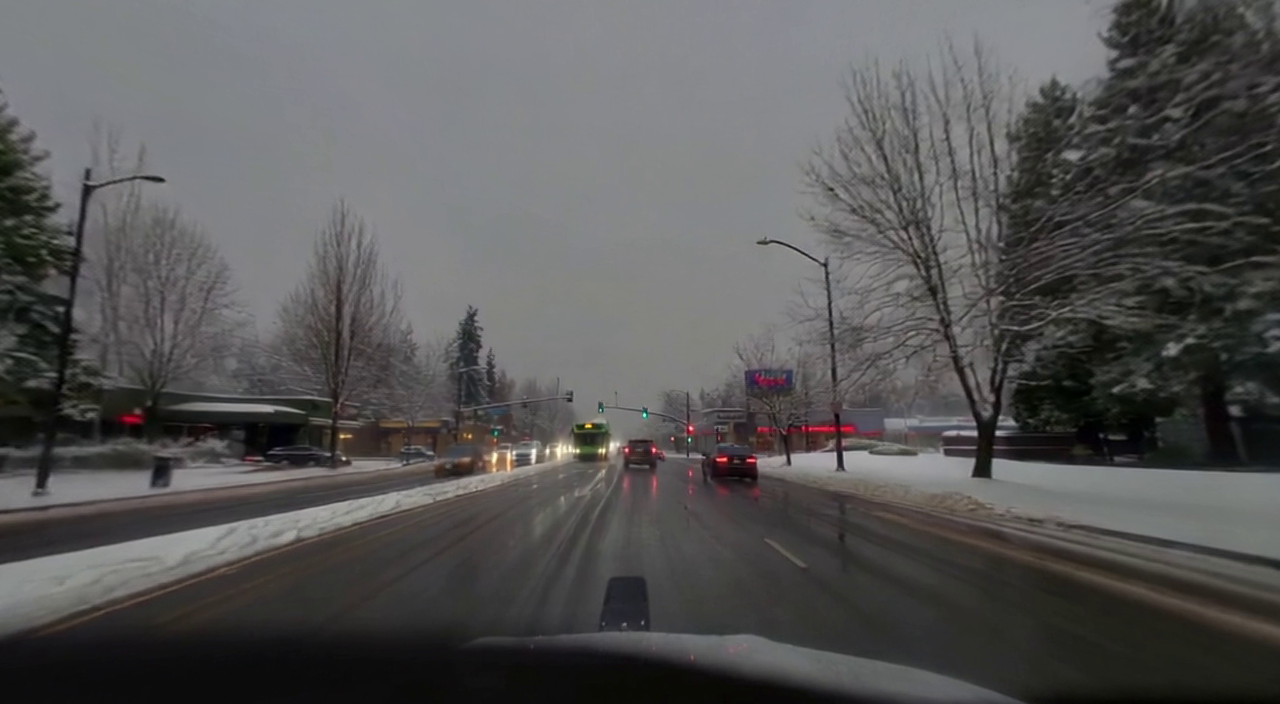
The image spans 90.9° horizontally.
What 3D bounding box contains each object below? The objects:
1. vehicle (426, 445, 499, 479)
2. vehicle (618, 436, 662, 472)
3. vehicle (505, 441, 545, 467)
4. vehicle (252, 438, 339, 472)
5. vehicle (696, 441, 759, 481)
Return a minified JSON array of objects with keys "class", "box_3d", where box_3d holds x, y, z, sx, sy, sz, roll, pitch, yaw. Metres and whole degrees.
[{"class":"vehicle","box_3d":[-8.315,5.181,29.988,2.228,1.476,4.162,0,-8,0]},{"class":"vehicle","box_3d":[-0.032,5.618,34.883,2.301,1.837,4.411,0,-8,-1]},{"class":"vehicle","box_3d":[-8.537,7.569,47.042,2.154,1.832,4.820,0,-8,-1]},{"class":"vehicle","box_3d":[-22.102,6.652,40.844,2.306,1.967,6.392,1,-9,-3]},{"class":"vehicle","box_3d":[3.658,4.609,26.985,2.046,1.540,3.883,0,-8,-1]}]
